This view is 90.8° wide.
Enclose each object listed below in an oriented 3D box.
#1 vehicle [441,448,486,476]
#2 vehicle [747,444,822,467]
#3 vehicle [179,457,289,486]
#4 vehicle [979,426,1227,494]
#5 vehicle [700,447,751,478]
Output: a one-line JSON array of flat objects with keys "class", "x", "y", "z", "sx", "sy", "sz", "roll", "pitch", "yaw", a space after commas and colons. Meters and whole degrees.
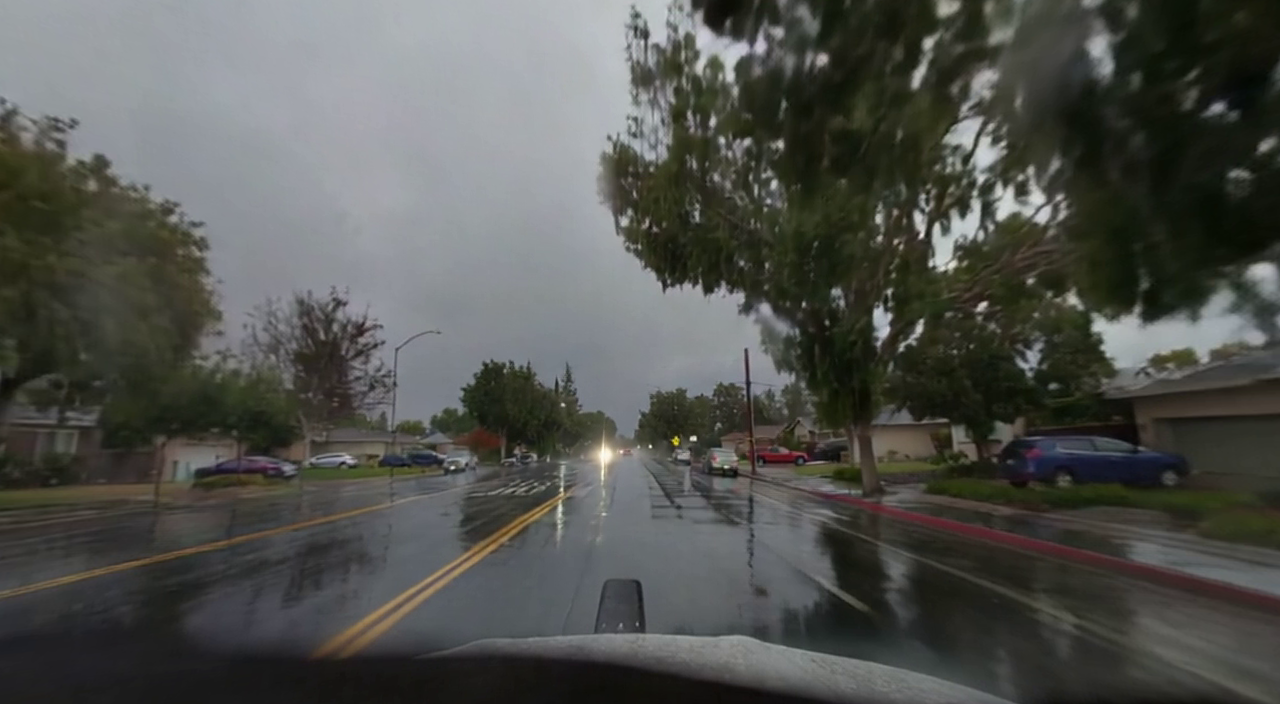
[{"class": "vehicle", "x": -13.133, "y": 8.142, "z": 47.132, "sx": 2.049, "sy": 1.782, "sz": 4.460, "roll": -4, "pitch": -8, "yaw": 0}, {"class": "vehicle", "x": 9.675, "y": 6.976, "z": 42.527, "sx": 4.501, "sy": 1.502, "sz": 1.975, "roll": 0, "pitch": -9, "yaw": -1}, {"class": "vehicle", "x": -21.652, "y": 6.375, "z": 33.811, "sx": 4.413, "sy": 1.477, "sz": 2.100, "roll": 0, "pitch": -9, "yaw": 1}, {"class": "vehicle", "x": 11.176, "y": 2.636, "z": 15.521, "sx": 4.596, "sy": 1.527, "sz": 1.858, "roll": 0, "pitch": -9, "yaw": 0}, {"class": "vehicle", "x": 4.324, "y": 5.670, "z": 32.671, "sx": 1.970, "sy": 1.455, "sz": 4.233, "roll": 0, "pitch": -9, "yaw": -1}]
